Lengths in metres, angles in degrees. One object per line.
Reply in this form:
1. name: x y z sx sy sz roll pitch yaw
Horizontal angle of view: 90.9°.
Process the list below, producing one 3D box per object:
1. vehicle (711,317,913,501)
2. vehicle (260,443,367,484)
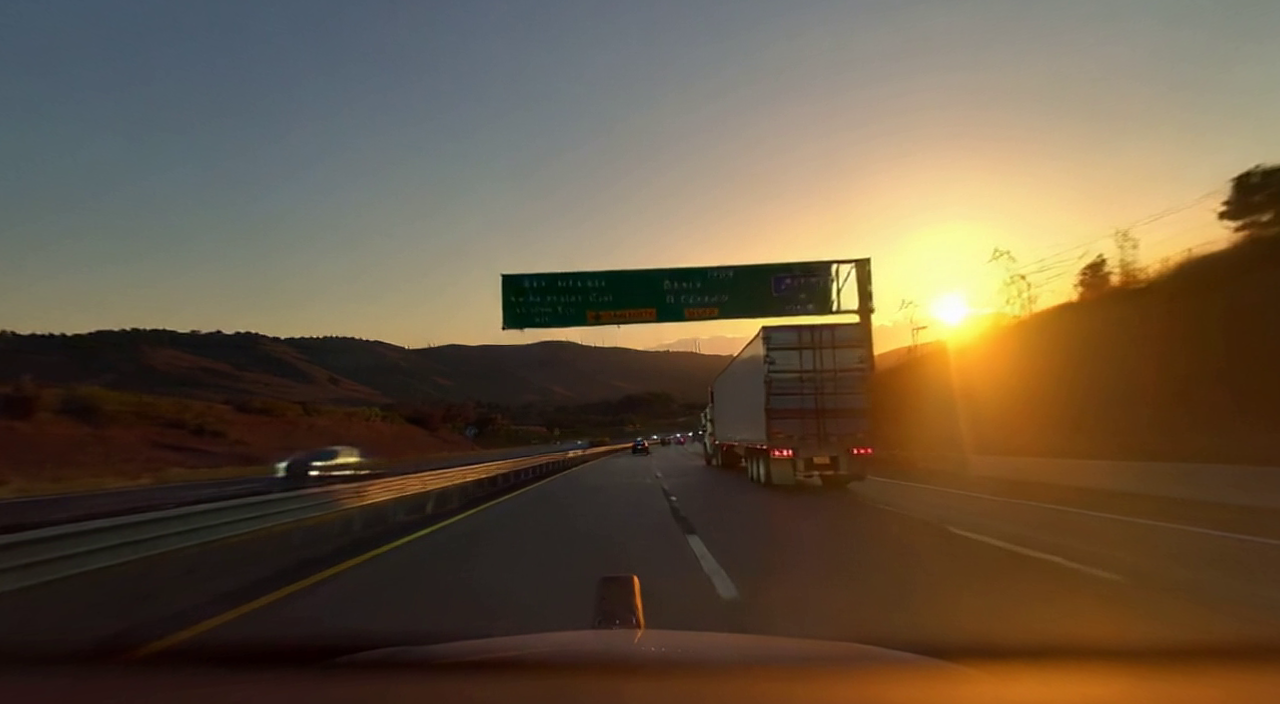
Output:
1. vehicle: 4.536 2.148 20.693 2.966 4.072 13.408 0 -8 1
2. vehicle: -13.158 4.468 25.794 1.888 1.474 4.711 0 -8 0
